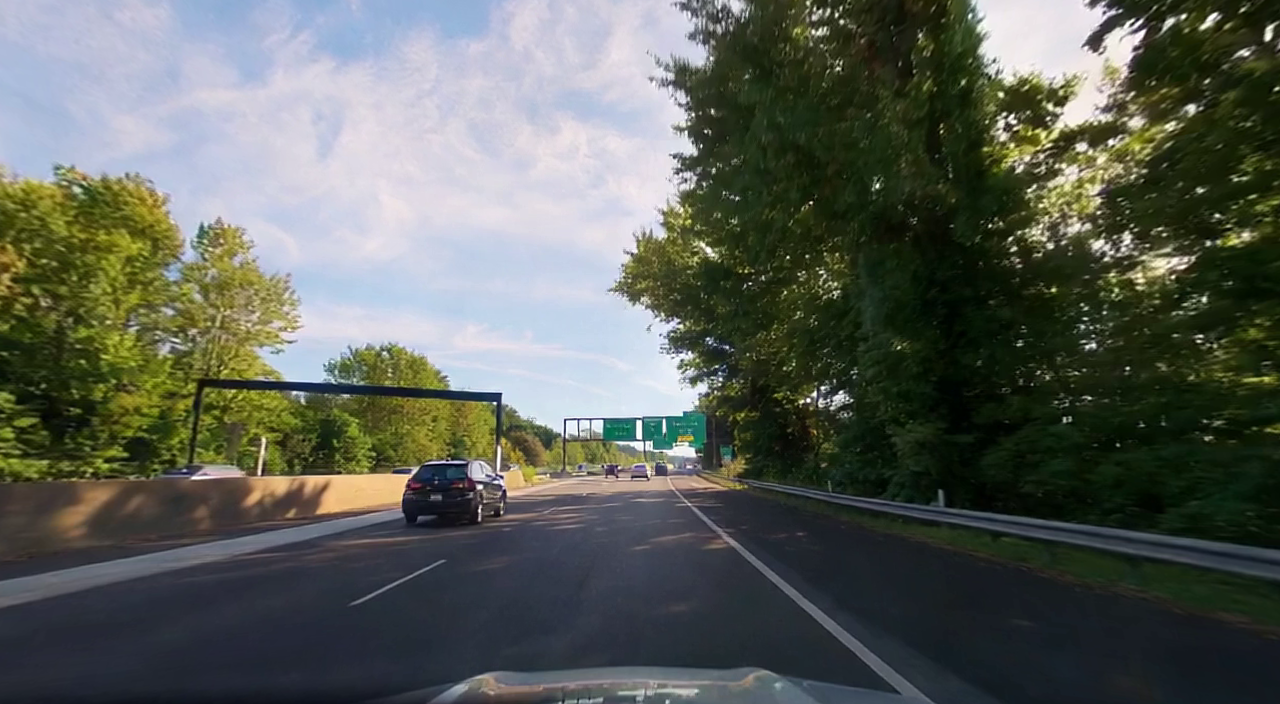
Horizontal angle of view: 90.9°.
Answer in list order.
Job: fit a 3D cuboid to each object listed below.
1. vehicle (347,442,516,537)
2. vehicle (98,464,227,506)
[{"bbox_3d":[-4.063,2.775,13.083,2.000,1.594,3.996,1,-10,2],"label":"vehicle"},{"bbox_3d":[-18.381,5.119,24.494,1.801,1.460,3.905,1,-10,2],"label":"vehicle"}]
